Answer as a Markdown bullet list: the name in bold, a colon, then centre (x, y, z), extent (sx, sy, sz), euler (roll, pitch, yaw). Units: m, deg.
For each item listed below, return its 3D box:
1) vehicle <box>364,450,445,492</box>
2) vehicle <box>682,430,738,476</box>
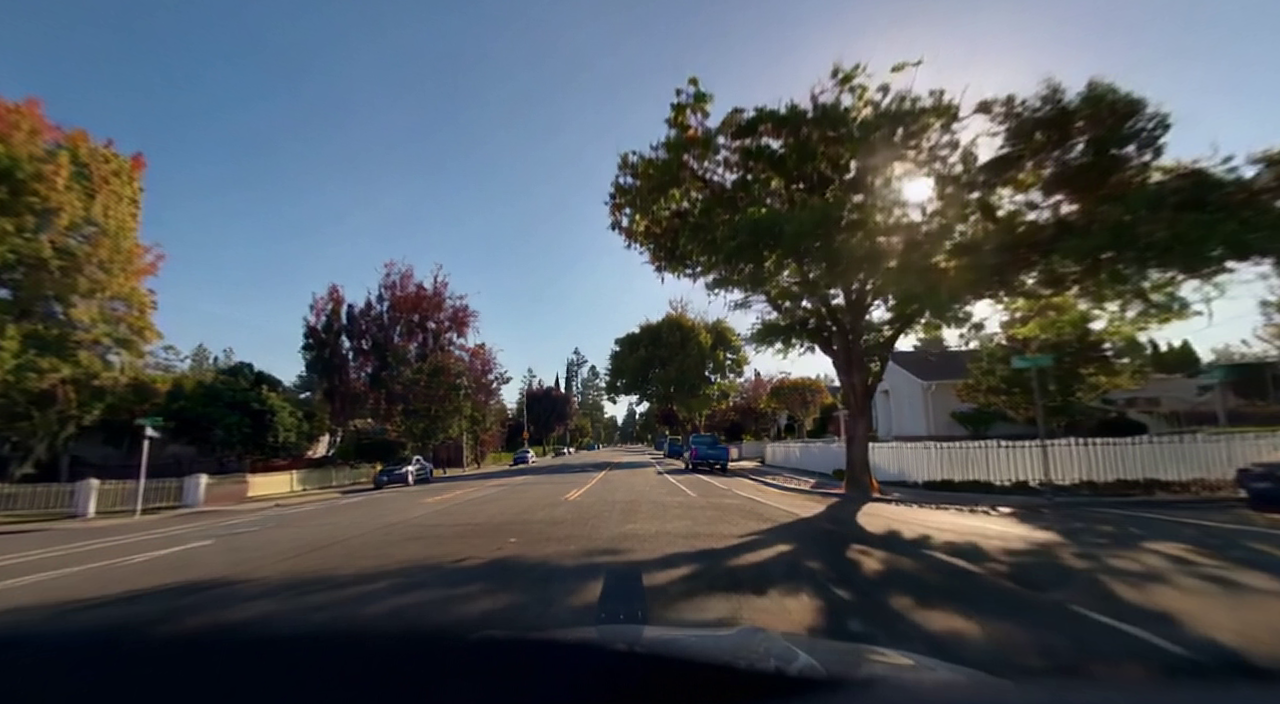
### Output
- **vehicle**: centre (-10.899, 5.473, 29.580), extent (2.049, 1.527, 4.677), euler (-4, -8, -1)
- **vehicle**: centre (3.748, 5.525, 34.796), extent (2.504, 2.114, 6.073), euler (5, -8, 3)
